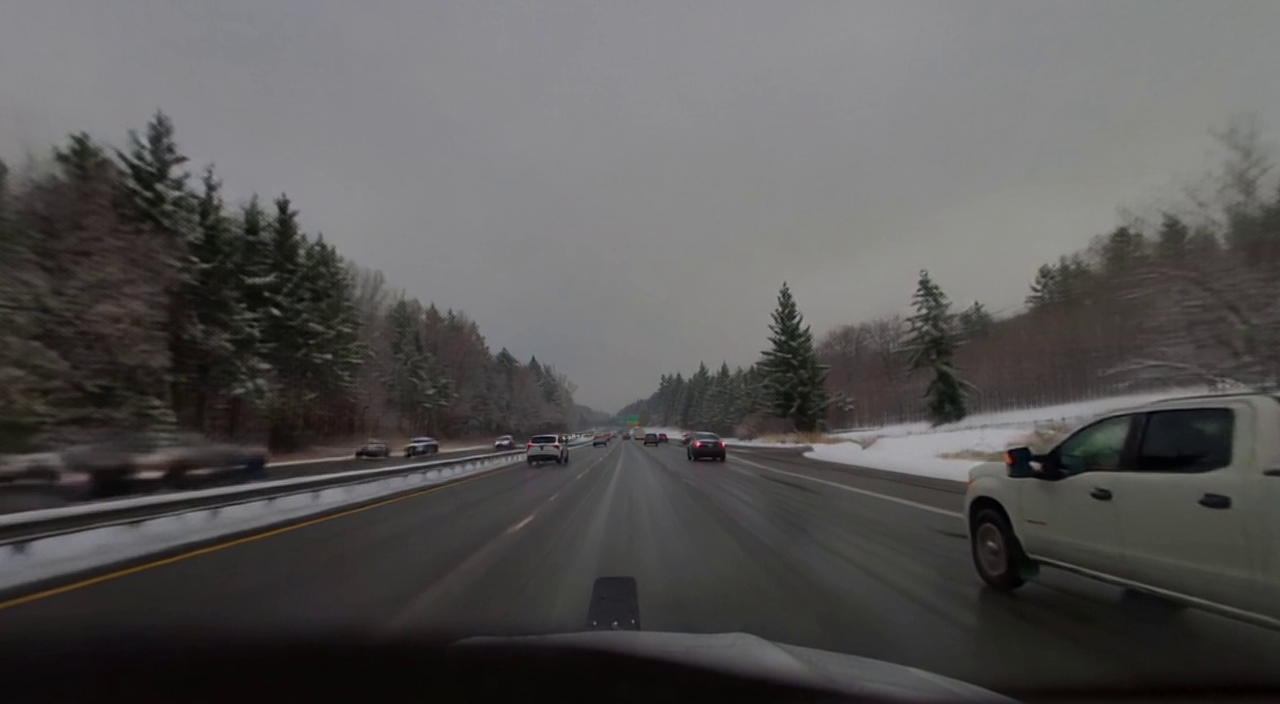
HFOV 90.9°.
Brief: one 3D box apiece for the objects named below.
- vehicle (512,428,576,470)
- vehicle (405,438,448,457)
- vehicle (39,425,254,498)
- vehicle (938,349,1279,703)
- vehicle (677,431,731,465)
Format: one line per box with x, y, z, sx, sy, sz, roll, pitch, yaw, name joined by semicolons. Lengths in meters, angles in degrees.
-3.960;4.084;26.792;2.011;1.614;4.808;0;-8;0;vehicle
-16.722;7.459;49.521;1.863;1.450;4.406;0;-8;-1;vehicle
-12.111;2.690;15.978;1.906;1.562;4.429;0;-8;-1;vehicle
3.588;0.875;2.999;1.949;1.639;4.748;0;-8;-1;vehicle
2.917;4.510;29.729;1.990;1.480;3.865;1;-8;-2;vehicle
